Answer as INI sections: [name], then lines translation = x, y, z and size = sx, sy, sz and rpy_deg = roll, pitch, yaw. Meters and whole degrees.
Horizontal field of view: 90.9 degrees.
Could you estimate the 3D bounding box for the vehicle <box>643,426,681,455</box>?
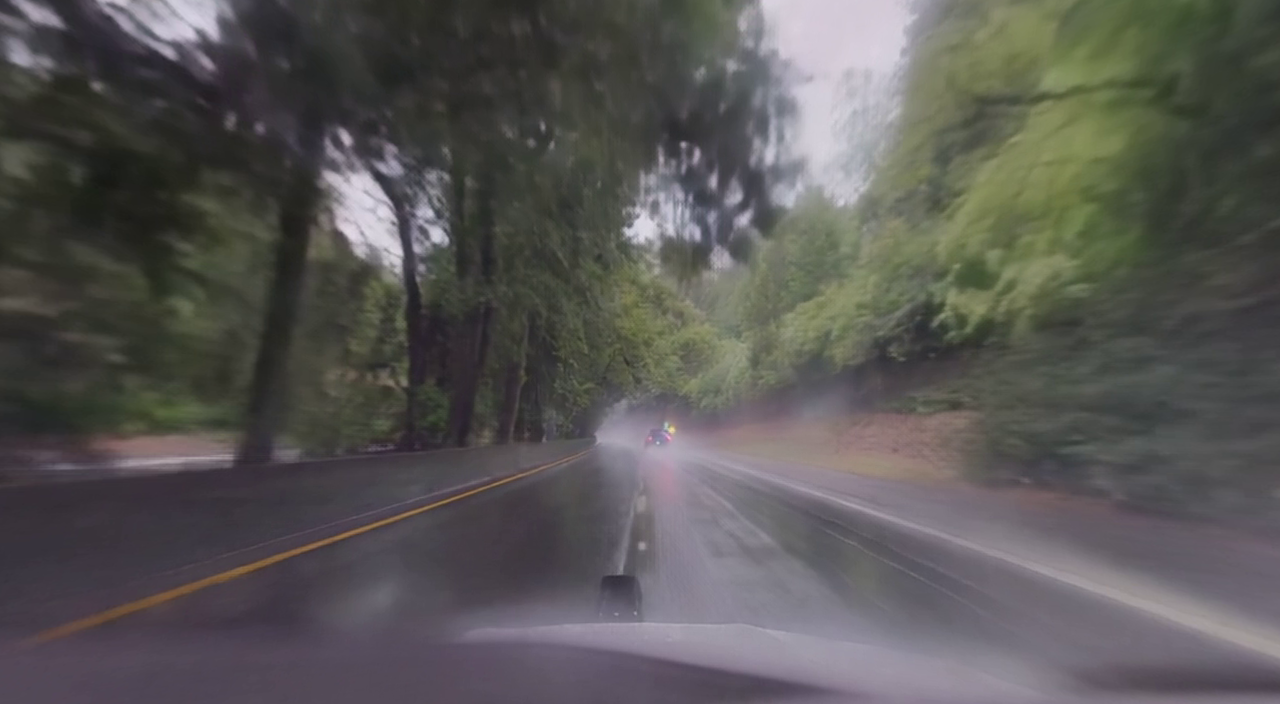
[vehicle]
translation = 1.373, 5.796, 41.336
size = 2.240, 1.801, 4.545
rpy_deg = 0, -8, -2
